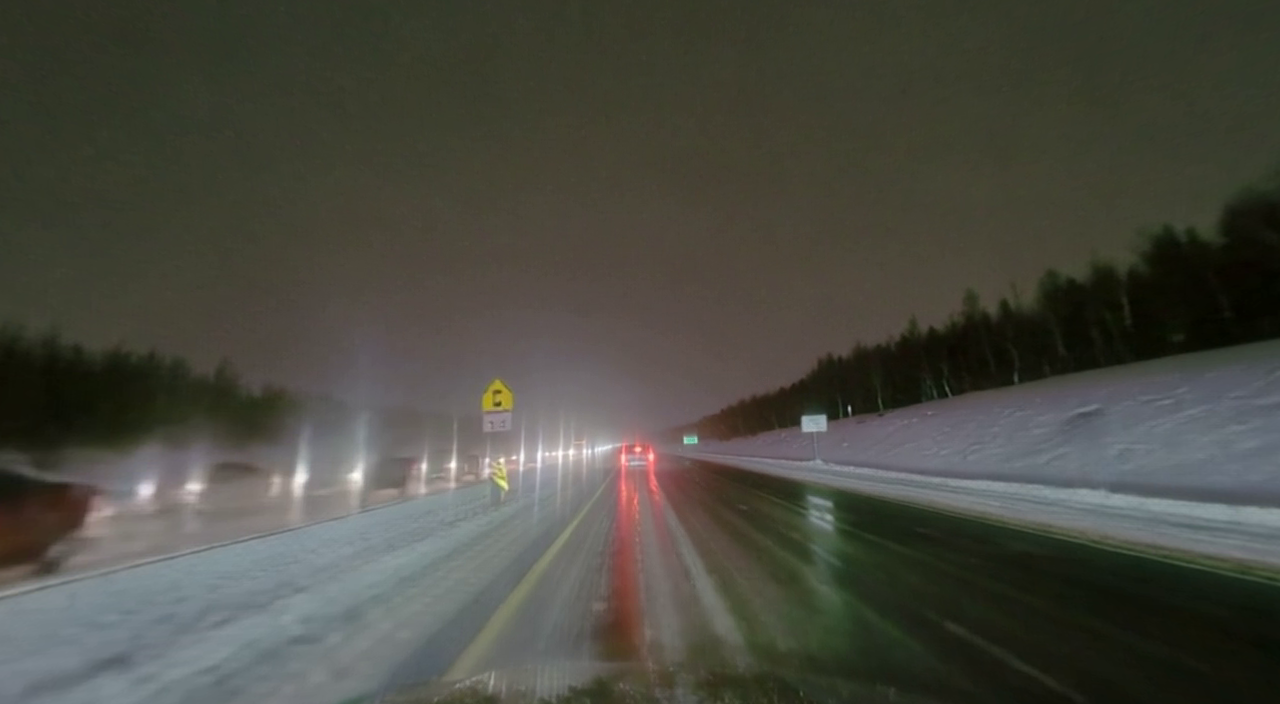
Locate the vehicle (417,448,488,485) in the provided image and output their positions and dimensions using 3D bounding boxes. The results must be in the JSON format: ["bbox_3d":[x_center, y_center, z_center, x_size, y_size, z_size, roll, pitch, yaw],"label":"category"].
[{"bbox_3d":[-8.584,5.262,29.100,1.977,1.549,4.521,0,-9,-1],"label":"vehicle"}]

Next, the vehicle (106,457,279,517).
[{"bbox_3d":[-13.268,3.995,19.023,1.911,1.514,4.541,0,-9,-1],"label":"vehicle"}]

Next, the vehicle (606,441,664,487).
[{"bbox_3d":[-0.169,4.136,23.408,1.971,1.518,4.108,0,-9,0],"label":"vehicle"}]

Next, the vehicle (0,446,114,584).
[{"bbox_3d":[-8.163,1.742,6.395,1.911,1.535,4.238,0,-9,-1],"label":"vehicle"}]

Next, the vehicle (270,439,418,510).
[{"bbox_3d":[-8.010,3.327,17.507,1.981,1.681,4.398,0,-9,0],"label":"vehicle"}]
